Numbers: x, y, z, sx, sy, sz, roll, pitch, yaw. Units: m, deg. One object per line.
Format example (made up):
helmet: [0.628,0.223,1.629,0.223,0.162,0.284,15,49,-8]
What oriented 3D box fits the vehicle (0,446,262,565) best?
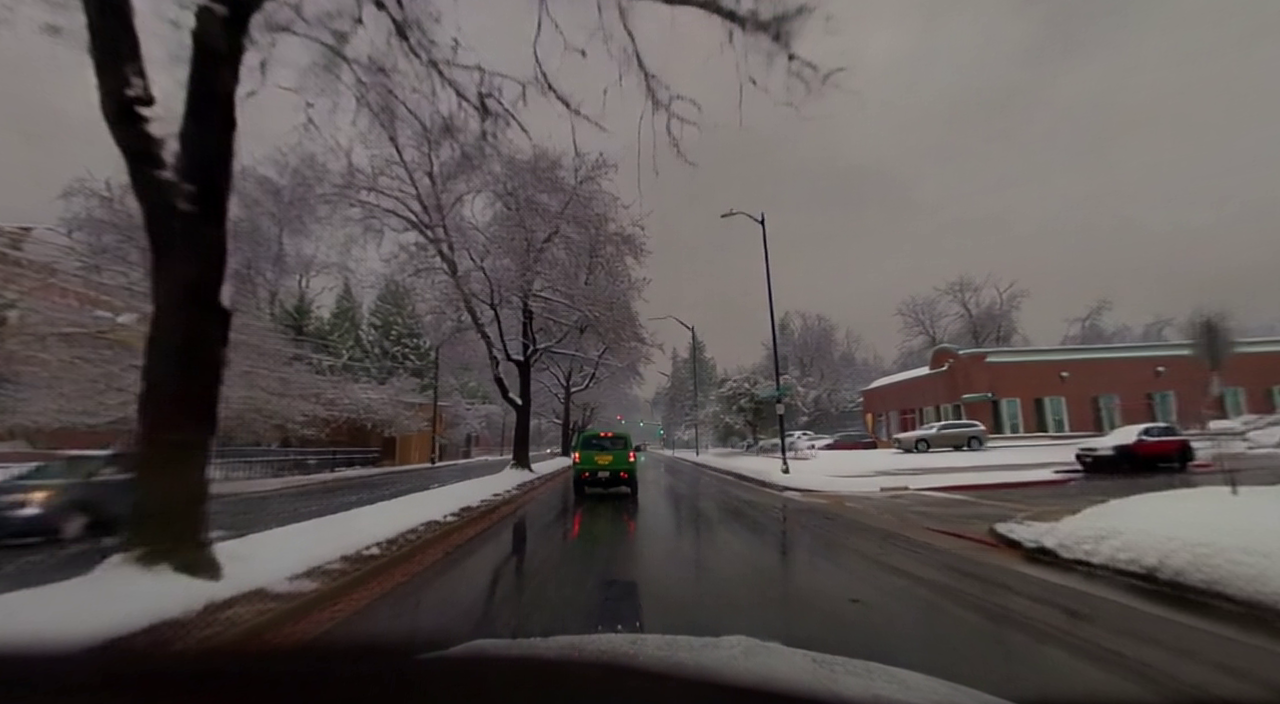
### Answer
vehicle: [-8.616,2.309,10.422,2.027,1.493,4.707,0,-8,-3]

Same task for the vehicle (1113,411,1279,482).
vehicle: [14.163,2.101,14.073,5.344,1.440,2.318,0,-8,2]

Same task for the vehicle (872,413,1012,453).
vehicle: [12.837,3.482,27.117,4.788,1.625,2.319,0,-8,-3]

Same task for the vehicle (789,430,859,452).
vehicle: [12.327,5.994,42.563,4.090,1.433,1.983,0,-8,-2]

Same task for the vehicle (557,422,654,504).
vehicle: [-0.843,2.903,17.073,2.157,1.816,5.804,0,-8,-1]
